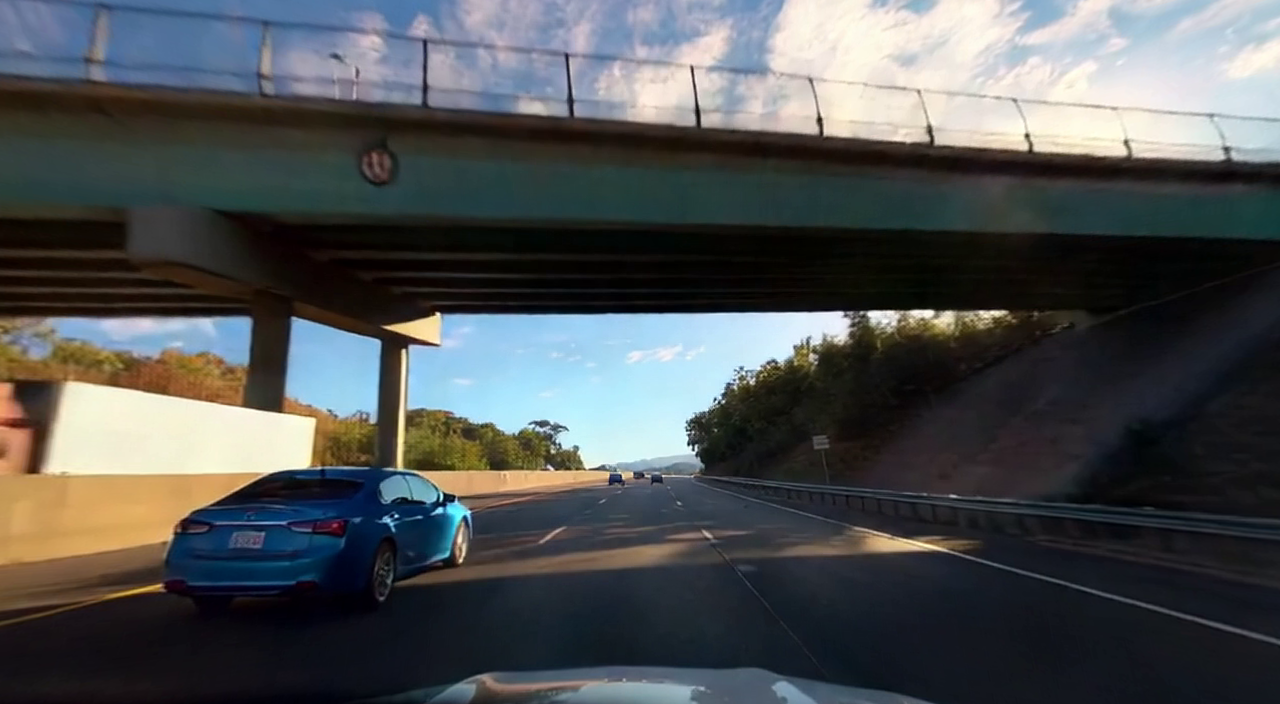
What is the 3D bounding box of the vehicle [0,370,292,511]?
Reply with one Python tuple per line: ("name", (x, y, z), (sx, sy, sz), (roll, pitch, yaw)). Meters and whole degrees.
("vehicle", (-19.404, 3.801, 25.124), (2.892, 4.079, 13.485), (0, -11, 1))
